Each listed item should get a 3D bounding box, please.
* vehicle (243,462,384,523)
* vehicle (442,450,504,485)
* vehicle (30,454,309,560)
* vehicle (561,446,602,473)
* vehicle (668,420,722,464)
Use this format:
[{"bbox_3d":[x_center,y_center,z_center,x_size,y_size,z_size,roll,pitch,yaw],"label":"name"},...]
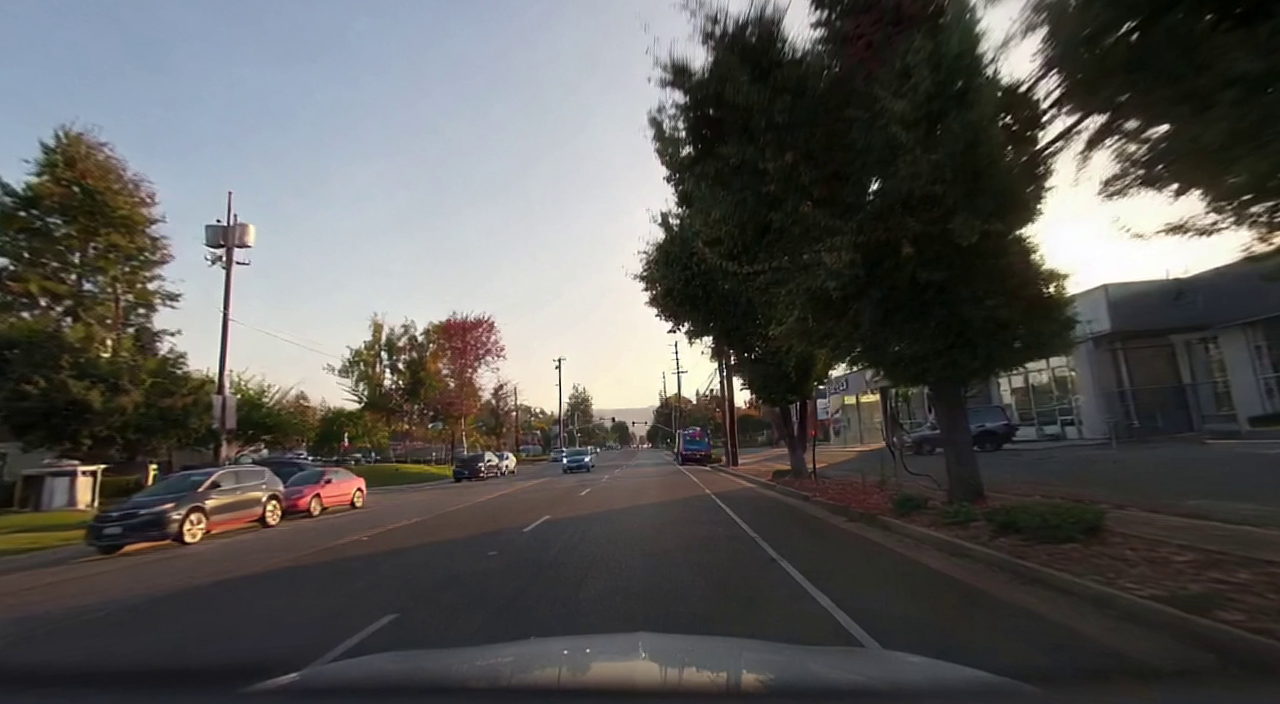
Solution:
[{"bbox_3d":[-9.376,4.044,18.629,1.768,1.454,4.340,0,-9,1],"label":"vehicle"},{"bbox_3d":[-8.881,6.163,34.113,1.938,1.756,4.686,0,-9,2],"label":"vehicle"},{"bbox_3d":[-9.622,3.133,13.671,2.059,1.783,5.024,0,-9,1],"label":"vehicle"},{"bbox_3d":[-3.489,6.514,38.489,2.042,1.530,3.980,0,-9,1],"label":"vehicle"},{"bbox_3d":[4.089,7.116,49.537,3.168,3.106,9.350,0,-9,-1],"label":"vehicle"}]
